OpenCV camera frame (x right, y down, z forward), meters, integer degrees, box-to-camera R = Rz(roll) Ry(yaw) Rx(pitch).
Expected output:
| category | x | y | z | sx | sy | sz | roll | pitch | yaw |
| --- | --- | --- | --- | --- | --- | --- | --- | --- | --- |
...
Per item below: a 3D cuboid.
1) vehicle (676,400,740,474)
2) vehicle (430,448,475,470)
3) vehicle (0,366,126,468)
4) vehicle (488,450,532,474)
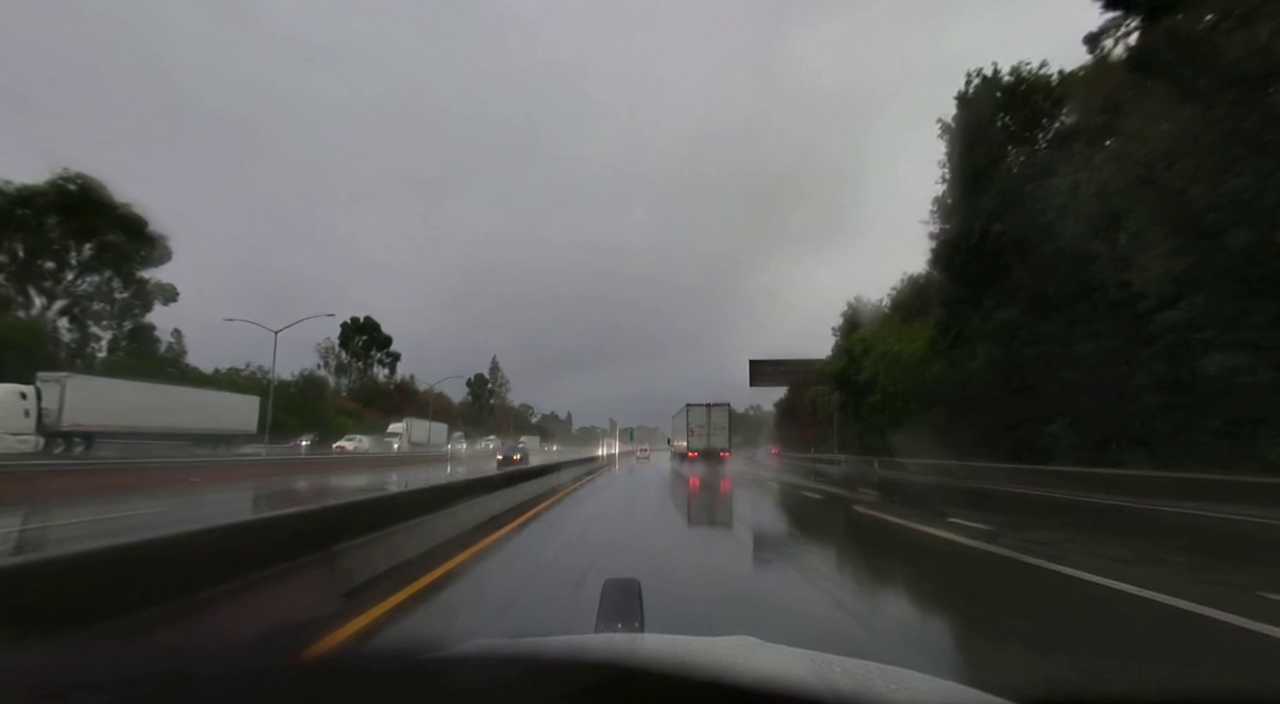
| category | x | y | z | sx | sy | sz | roll | pitch | yaw |
| --- | --- | --- | --- | --- | --- | --- | --- | --- | --- |
| vehicle | 4.188 | 5.765 | 42.004 | 3.185 | 4.154 | 12.638 | -1 | -9 | 1 |
| vehicle | -13.805 | 7.880 | 46.458 | 1.908 | 1.476 | 4.302 | -1 | -9 | 2 |
| vehicle | -26.099 | 2.868 | 26.558 | 3.112 | 3.890 | 6.296 | 0 | -9 | 0 |
| vehicle | -8.643 | 7.330 | 42.112 | 1.867 | 1.438 | 4.553 | -1 | -9 | 2 |
